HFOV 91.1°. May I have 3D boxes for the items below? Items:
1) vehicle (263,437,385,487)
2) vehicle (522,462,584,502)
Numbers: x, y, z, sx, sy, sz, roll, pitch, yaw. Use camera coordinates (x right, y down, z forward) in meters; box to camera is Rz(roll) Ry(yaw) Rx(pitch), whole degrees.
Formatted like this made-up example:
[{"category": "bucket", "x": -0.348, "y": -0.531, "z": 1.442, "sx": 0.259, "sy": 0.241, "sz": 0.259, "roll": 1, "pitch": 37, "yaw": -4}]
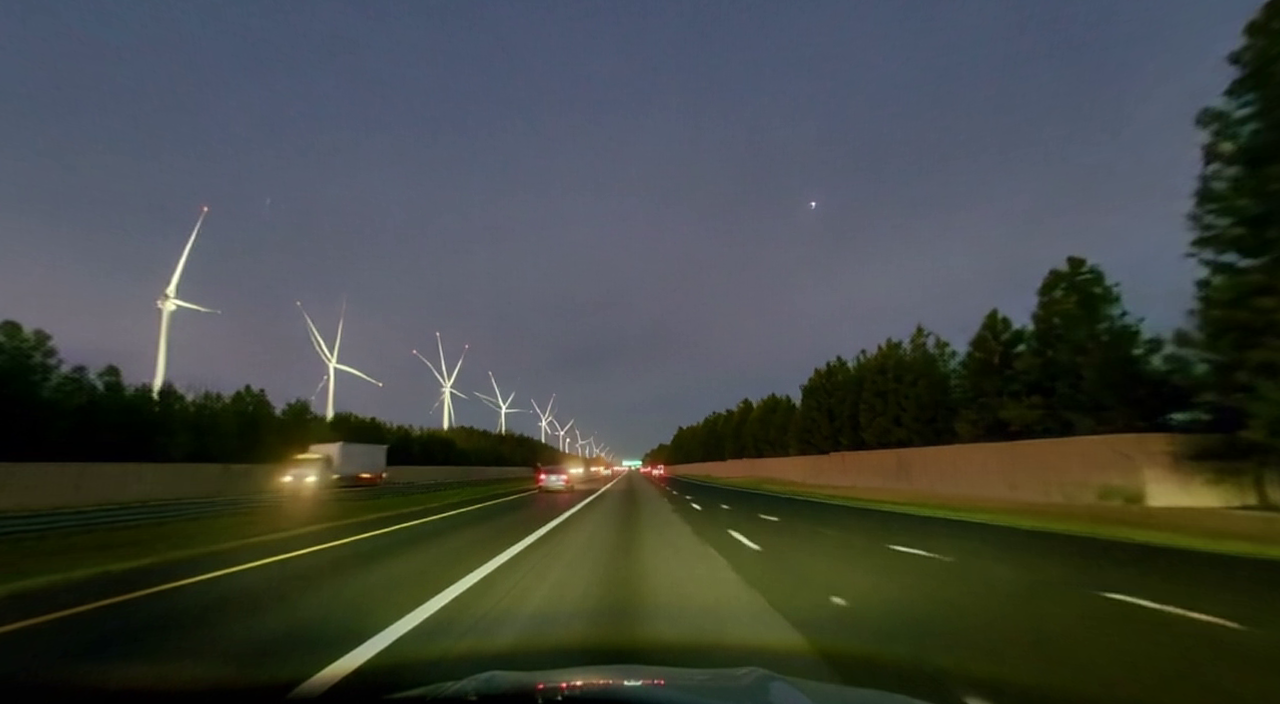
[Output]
[{"category": "vehicle", "x": -16.916, "y": 6.060, "z": 34.403, "sx": 2.631, "sy": 2.373, "sz": 7.899, "roll": 1, "pitch": -11, "yaw": -1}, {"category": "vehicle", "x": -3.564, "y": 5.394, "z": 26.354, "sx": 2.001, "sy": 1.486, "sz": 4.104, "roll": 1, "pitch": -11, "yaw": 0}]
